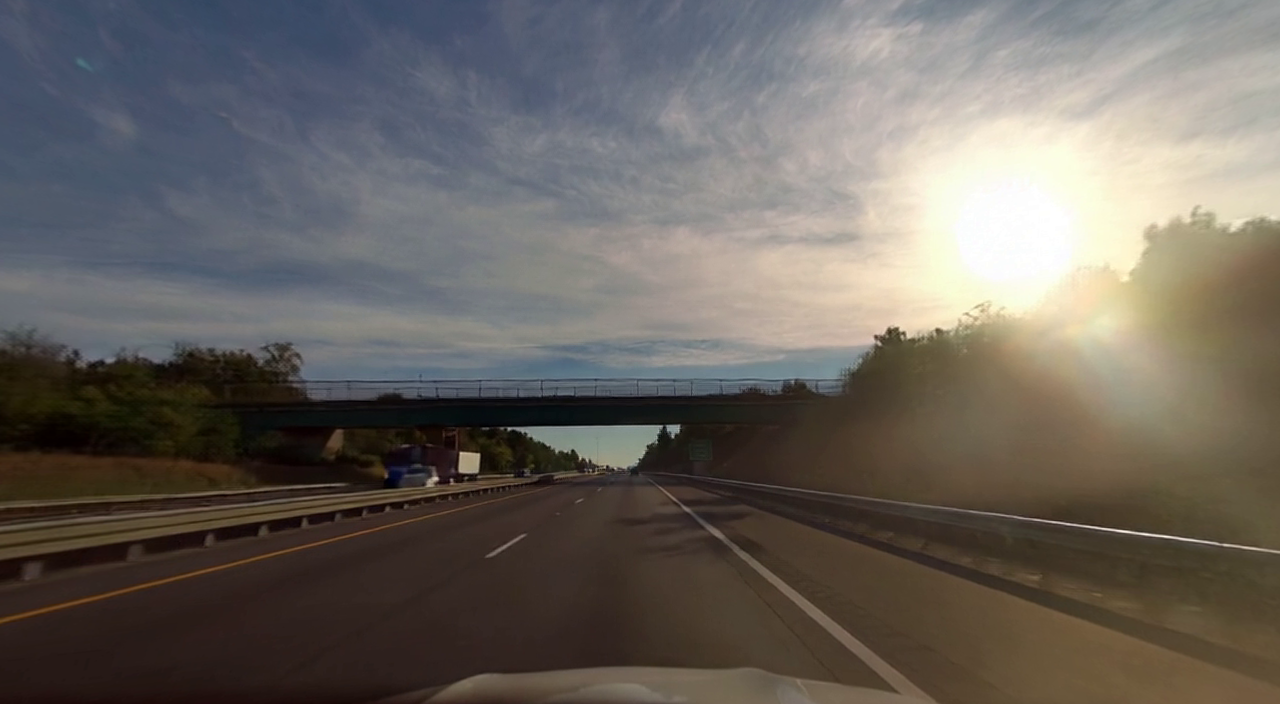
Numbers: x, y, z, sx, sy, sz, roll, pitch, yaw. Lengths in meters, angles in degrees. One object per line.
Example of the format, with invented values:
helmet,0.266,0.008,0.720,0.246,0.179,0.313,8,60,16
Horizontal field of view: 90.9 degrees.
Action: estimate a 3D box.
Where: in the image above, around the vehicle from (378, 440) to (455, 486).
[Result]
vehicle,-16.882,8.530,48.232,2.913,3.149,7.507,1,-10,1
